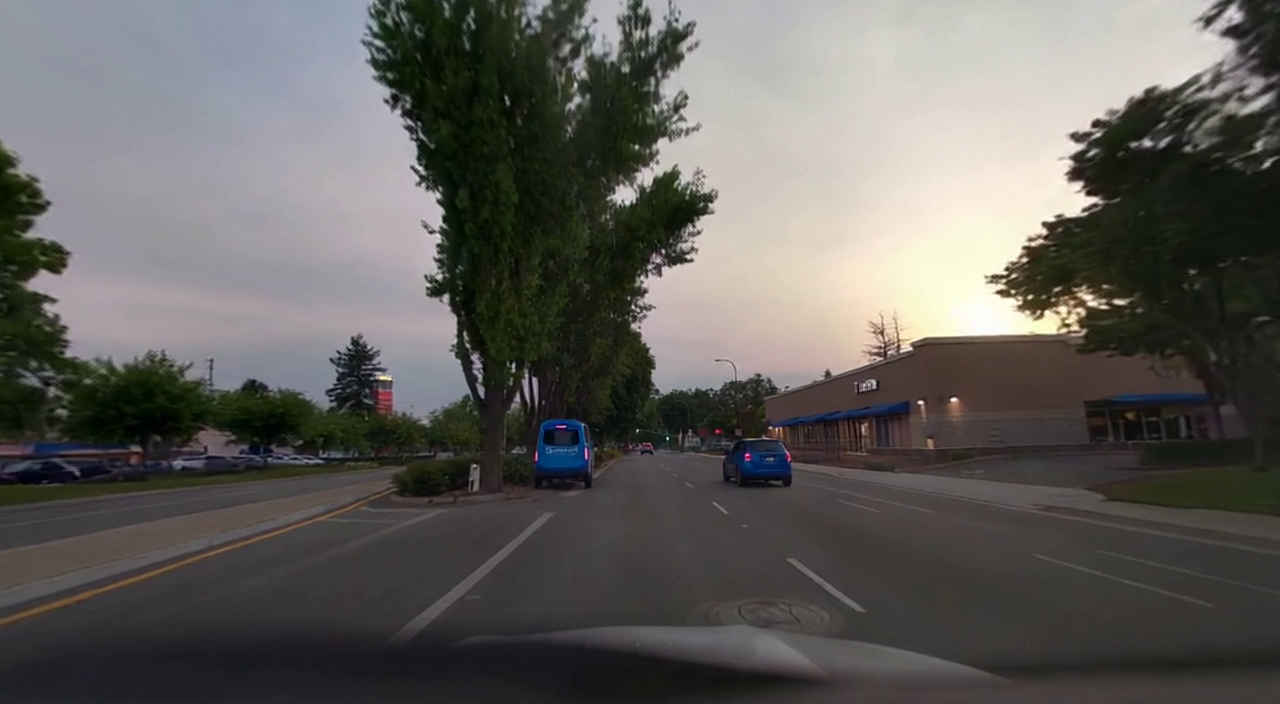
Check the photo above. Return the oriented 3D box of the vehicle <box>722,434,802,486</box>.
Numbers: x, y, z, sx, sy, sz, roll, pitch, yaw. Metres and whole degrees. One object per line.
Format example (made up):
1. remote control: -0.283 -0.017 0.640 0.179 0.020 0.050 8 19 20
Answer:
1. vehicle: 4.234 3.818 22.618 1.869 1.646 4.166 0 -9 -2

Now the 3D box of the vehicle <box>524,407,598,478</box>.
1. vehicle: -3.311 4.015 27.854 2.443 2.784 5.862 0 -9 1

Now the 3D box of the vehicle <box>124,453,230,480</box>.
1. vehicle: -31.901 7.899 43.823 5.692 1.725 2.144 5 -10 -33
